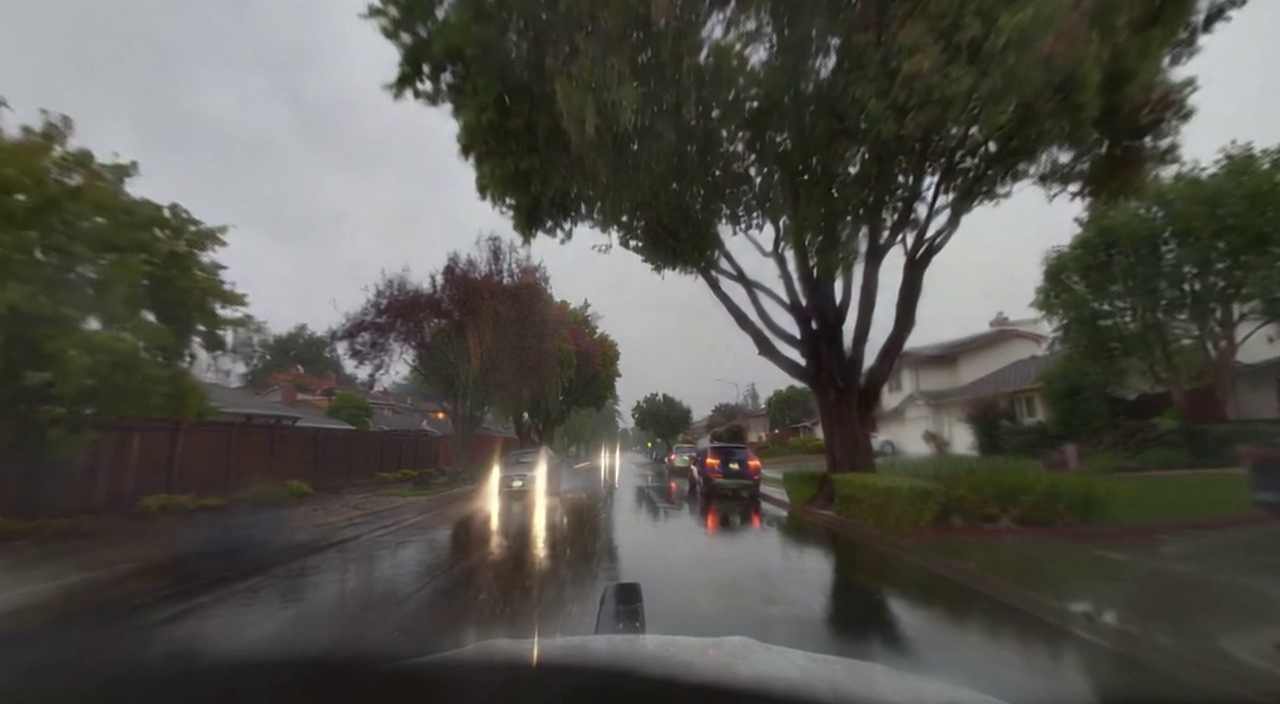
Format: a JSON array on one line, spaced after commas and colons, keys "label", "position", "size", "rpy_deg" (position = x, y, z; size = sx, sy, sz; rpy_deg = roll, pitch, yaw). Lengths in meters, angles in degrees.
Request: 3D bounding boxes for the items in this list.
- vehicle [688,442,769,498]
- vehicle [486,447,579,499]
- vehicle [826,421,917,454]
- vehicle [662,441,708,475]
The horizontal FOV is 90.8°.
[{"label": "vehicle", "position": [2.832, 3.884, 21.277], "size": [2.079, 1.651, 4.783], "rpy_deg": [0, -9, 1]}, {"label": "vehicle", "position": [-3.384, 3.931, 20.995], "size": [2.104, 1.497, 4.781], "rpy_deg": [0, -9, 2]}, {"label": "vehicle", "position": [12.905, 4.779, 35.476], "size": [4.310, 1.805, 2.289], "rpy_deg": [-1, -7, 5]}, {"label": "vehicle", "position": [2.678, 6.514, 38.945], "size": [2.350, 1.912, 5.696], "rpy_deg": [0, -9, -1]}]
